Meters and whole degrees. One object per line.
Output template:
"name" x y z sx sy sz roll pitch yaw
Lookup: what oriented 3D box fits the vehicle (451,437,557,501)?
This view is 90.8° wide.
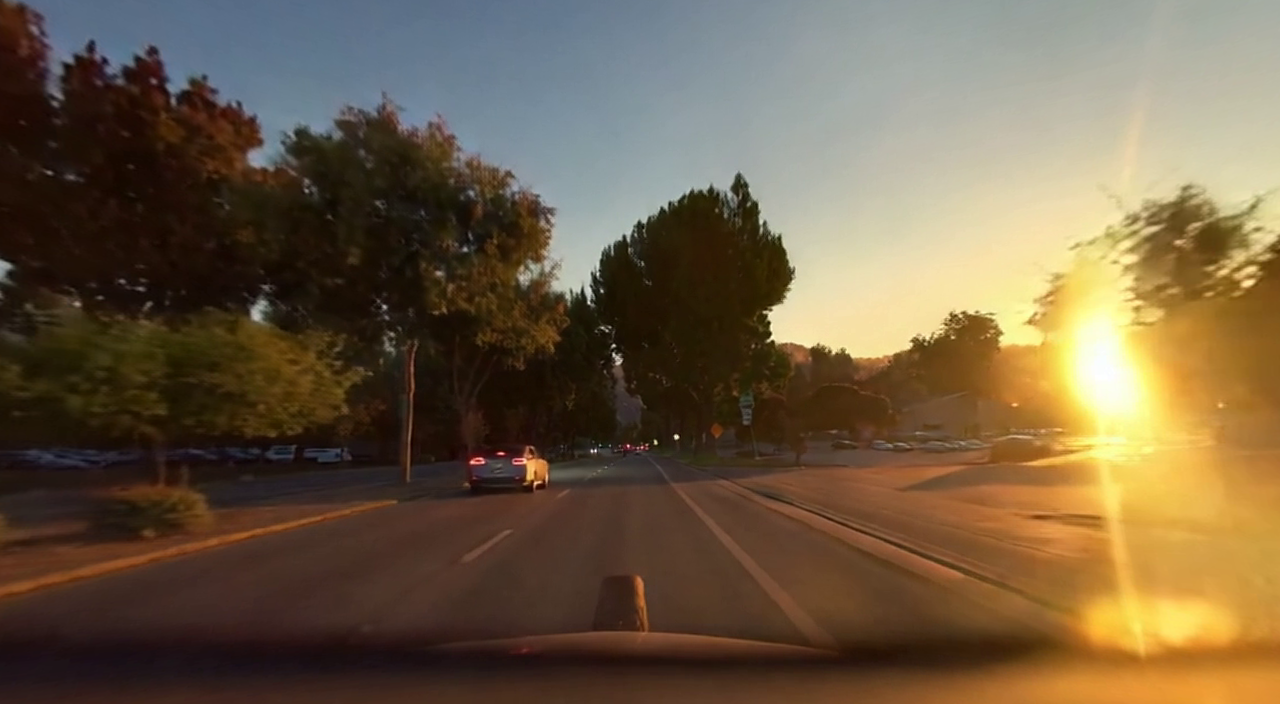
"vehicle" -3.623 3.181 17.608 2.030 1.550 3.925 0 -8 1

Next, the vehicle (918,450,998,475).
"vehicle" 19.406 6.719 38.609 3.870 1.459 1.869 1 -9 -7

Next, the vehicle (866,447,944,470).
"vehicle" 18.292 7.338 43.714 4.520 1.557 2.056 1 -9 -7
